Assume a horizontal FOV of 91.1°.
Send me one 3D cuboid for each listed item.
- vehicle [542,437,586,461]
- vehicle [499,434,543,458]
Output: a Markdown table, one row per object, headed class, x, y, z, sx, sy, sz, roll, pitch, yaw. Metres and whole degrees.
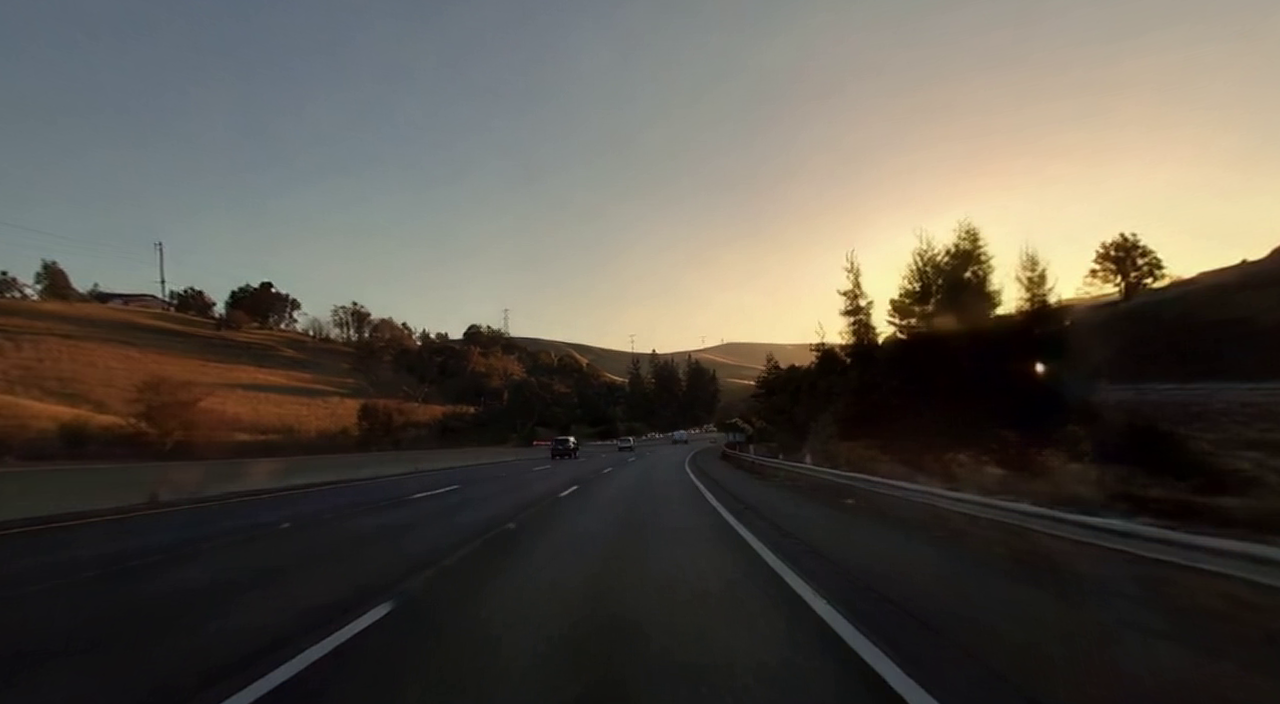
| class | x | y | z | sx | sy | sz | roll | pitch | yaw |
| --- | --- | --- | --- | --- | --- | --- | --- | --- | --- |
| vehicle | -5.129 | 6.623 | 42.917 | 2.010 | 1.489 | 4.456 | -1 | -8 | 5 |
| vehicle | -8.826 | 7.021 | 46.912 | 2.063 | 1.743 | 4.392 | -1 | -8 | 6 |
